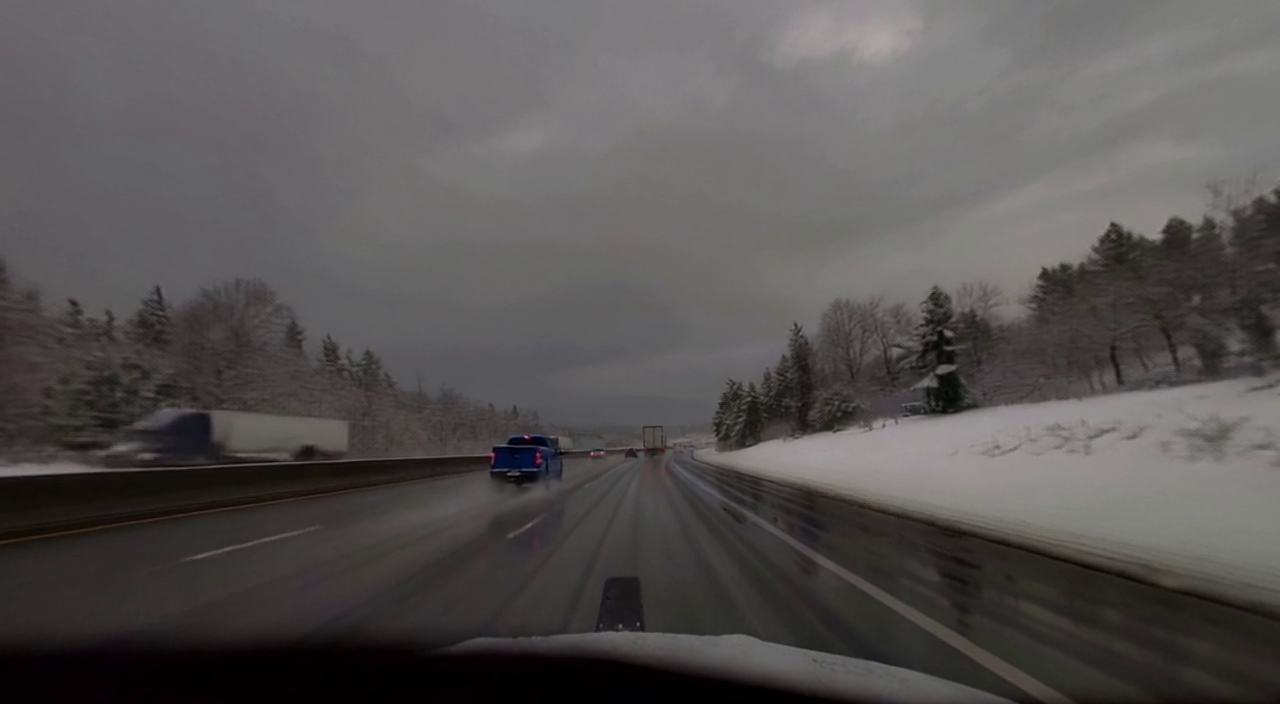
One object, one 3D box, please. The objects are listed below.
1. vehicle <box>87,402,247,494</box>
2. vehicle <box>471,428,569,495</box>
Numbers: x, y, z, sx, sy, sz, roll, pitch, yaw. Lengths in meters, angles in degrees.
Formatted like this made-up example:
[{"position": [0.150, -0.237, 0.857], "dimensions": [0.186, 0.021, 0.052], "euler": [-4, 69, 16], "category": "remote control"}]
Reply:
[{"position": [-22.697, 4.688, 30.816], "dimensions": [2.955, 3.979, 5.943], "euler": [0, -9, 1], "category": "vehicle"}, {"position": [-3.851, 3.640, 21.311], "dimensions": [2.216, 1.949, 5.237], "euler": [0, -9, 1], "category": "vehicle"}]
